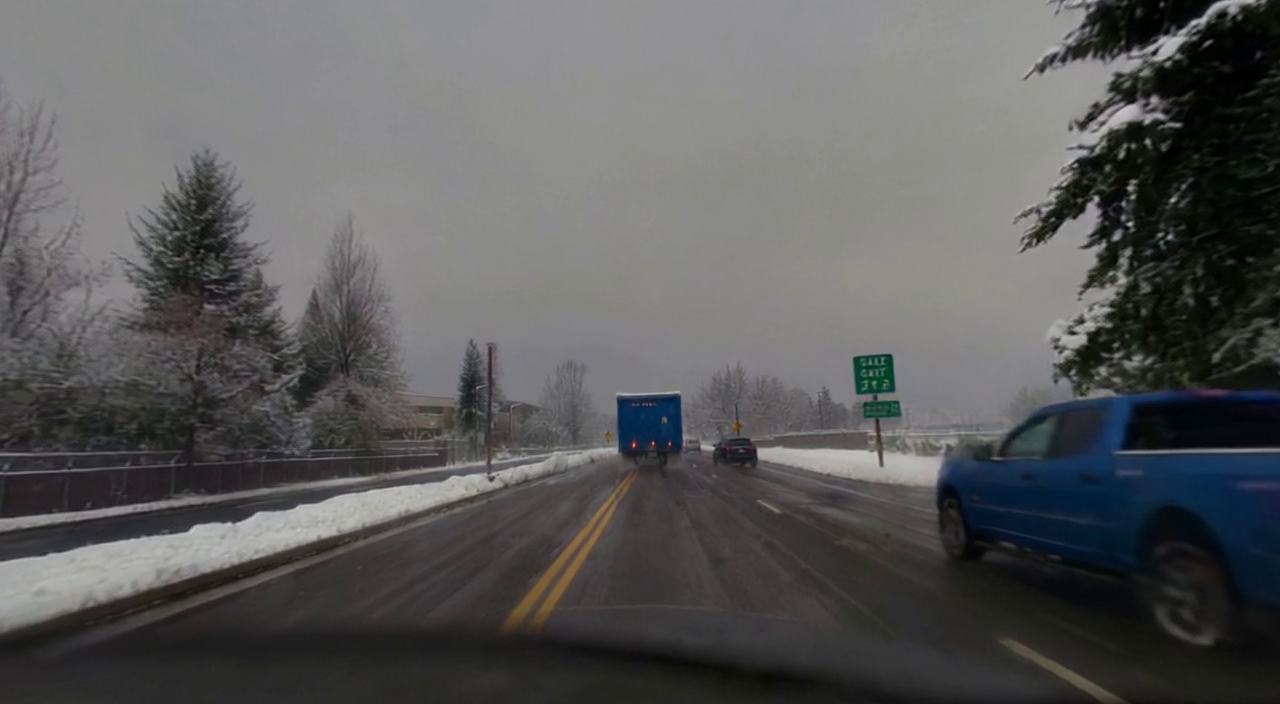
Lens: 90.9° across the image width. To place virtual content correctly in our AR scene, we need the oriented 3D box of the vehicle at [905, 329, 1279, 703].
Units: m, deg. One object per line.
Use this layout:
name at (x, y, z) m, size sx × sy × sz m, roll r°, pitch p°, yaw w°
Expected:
vehicle at (4.239, 1.087, 4.682) m, size 2.375 × 1.857 × 5.100 m, roll 0°, pitch -8°, yaw 1°

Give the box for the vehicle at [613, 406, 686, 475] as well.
vehicle at (0.531, 4.376, 31.024) m, size 3.197 × 2.963 × 7.055 m, roll 0°, pitch -8°, yaw 2°

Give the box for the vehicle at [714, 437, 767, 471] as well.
vehicle at (5.324, 5.461, 33.944) m, size 2.076 × 1.661 × 4.524 m, roll 0°, pitch -8°, yaw 0°
